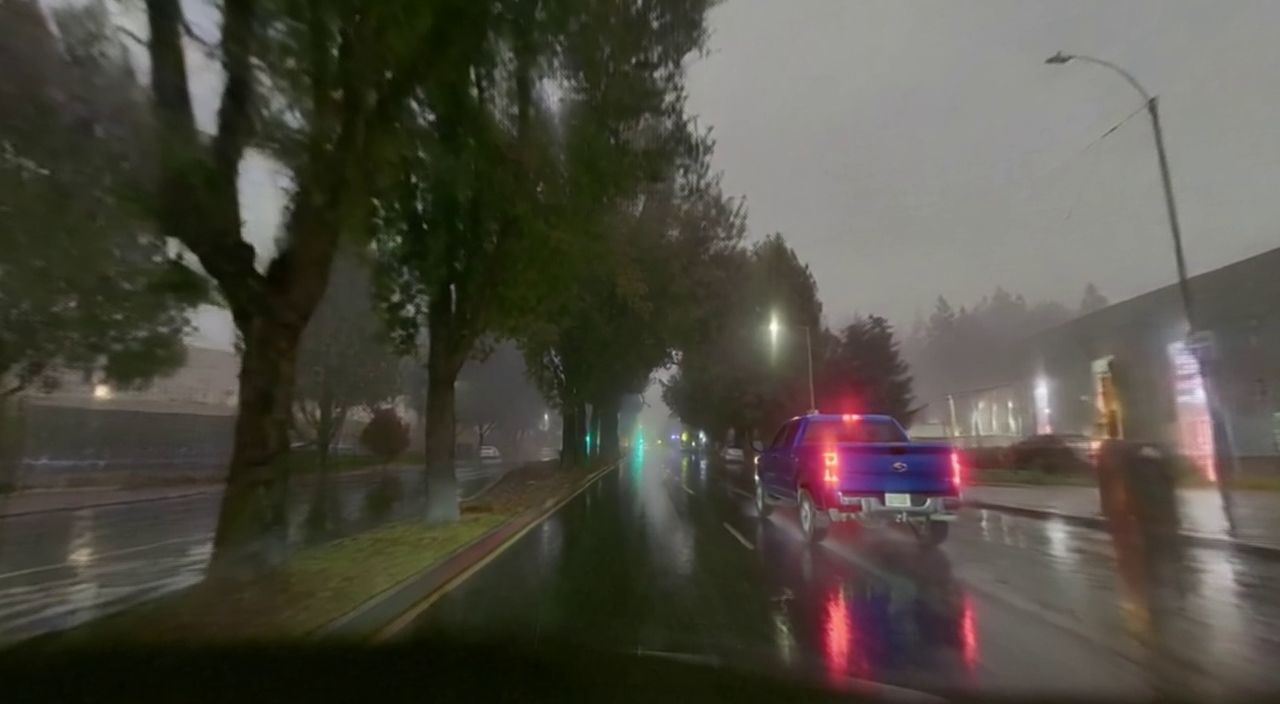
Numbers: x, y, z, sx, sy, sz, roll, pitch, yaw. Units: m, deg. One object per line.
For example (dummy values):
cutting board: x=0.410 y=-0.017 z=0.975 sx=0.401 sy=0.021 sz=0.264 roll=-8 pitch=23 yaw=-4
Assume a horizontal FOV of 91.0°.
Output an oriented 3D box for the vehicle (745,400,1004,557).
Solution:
vehicle: x=3.217 y=1.889 z=10.169 sx=2.085 sy=1.828 sz=5.383 roll=0 pitch=-8 yaw=0

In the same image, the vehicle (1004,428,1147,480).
vehicle: x=15.995 y=3.767 z=23.504 sx=1.952 sy=1.691 sz=4.743 roll=0 pitch=-8 yaw=0
